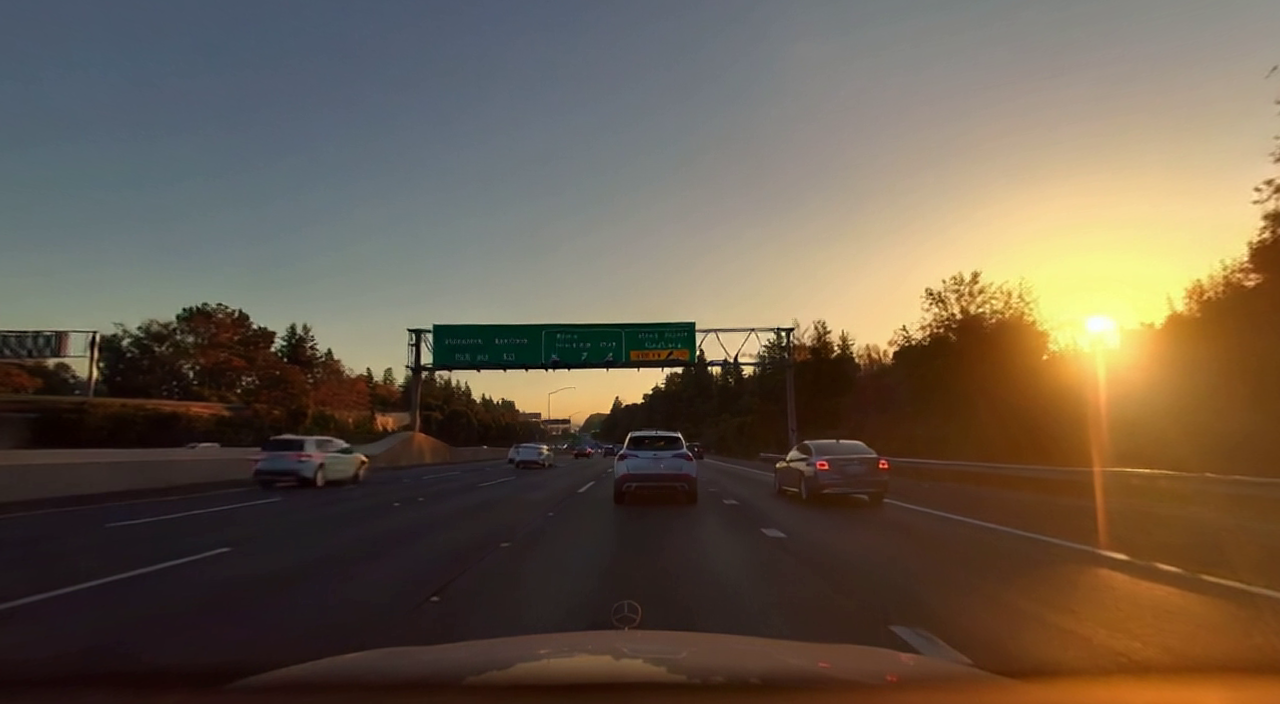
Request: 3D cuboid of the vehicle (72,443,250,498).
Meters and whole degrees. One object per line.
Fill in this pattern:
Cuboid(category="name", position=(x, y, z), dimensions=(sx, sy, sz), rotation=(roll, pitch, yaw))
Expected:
Cuboid(category="vehicle", position=(-14.377, 3.551, 19.313), dimensions=(1.961, 1.483, 4.353), rotation=(0, -9, 1))

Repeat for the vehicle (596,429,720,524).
Cuboid(category="vehicle", position=(0.302, 2.352, 12.361), dimensions=(2.044, 1.554, 3.824), rotation=(0, -9, 0))

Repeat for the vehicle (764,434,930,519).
Cuboid(category="vehicle", position=(4.185, 2.597, 13.706), dimensions=(2.002, 1.499, 4.710), rotation=(0, -9, 0))

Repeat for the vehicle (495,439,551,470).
Cuboid(category="vehicle", position=(-6.512, 5.767, 35.562), dimensions=(2.127, 1.644, 4.631), rotation=(0, -9, 1))

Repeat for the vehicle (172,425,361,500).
Cuboid(category="vehicle", position=(-10.307, 3.102, 18.027), dimensions=(2.213, 1.824, 4.990), rotation=(0, -9, 2))
